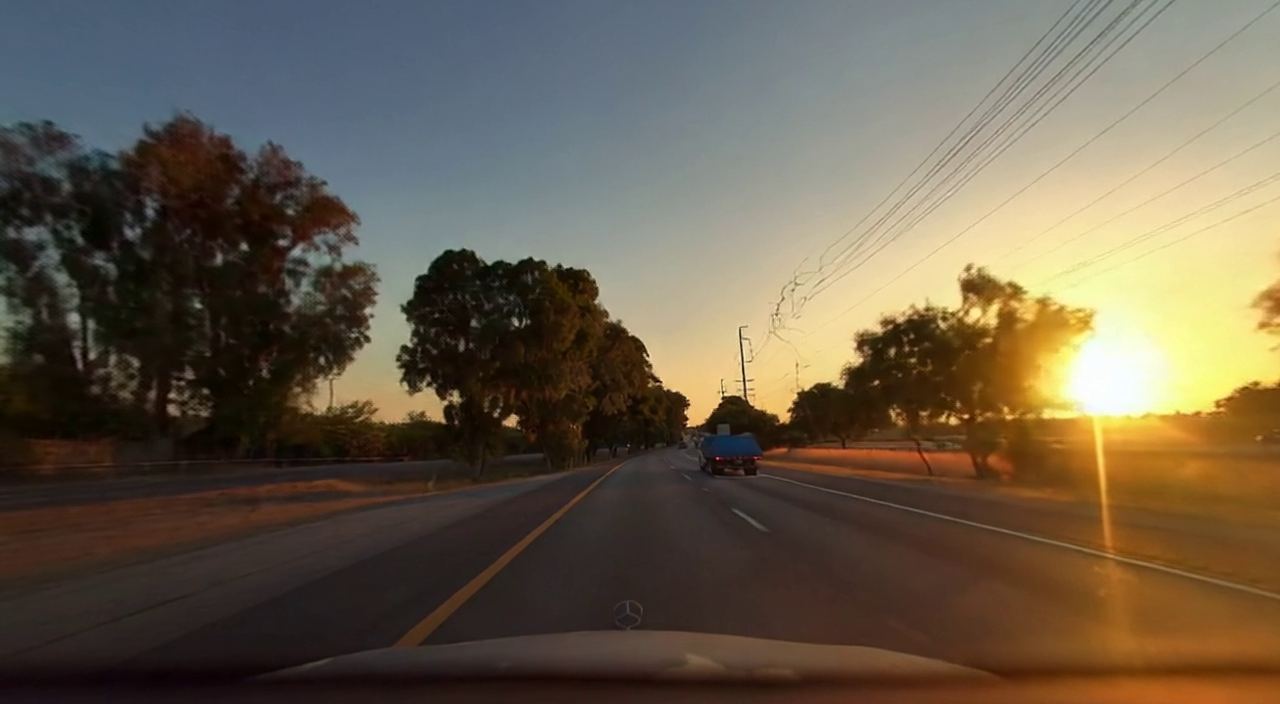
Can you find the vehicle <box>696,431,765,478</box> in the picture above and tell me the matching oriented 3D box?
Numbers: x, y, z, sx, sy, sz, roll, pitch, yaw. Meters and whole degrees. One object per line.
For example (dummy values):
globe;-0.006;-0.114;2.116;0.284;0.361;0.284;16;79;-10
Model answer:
vehicle;3.857;4.516;27.850;2.228;1.852;5.449;0;-8;-1
